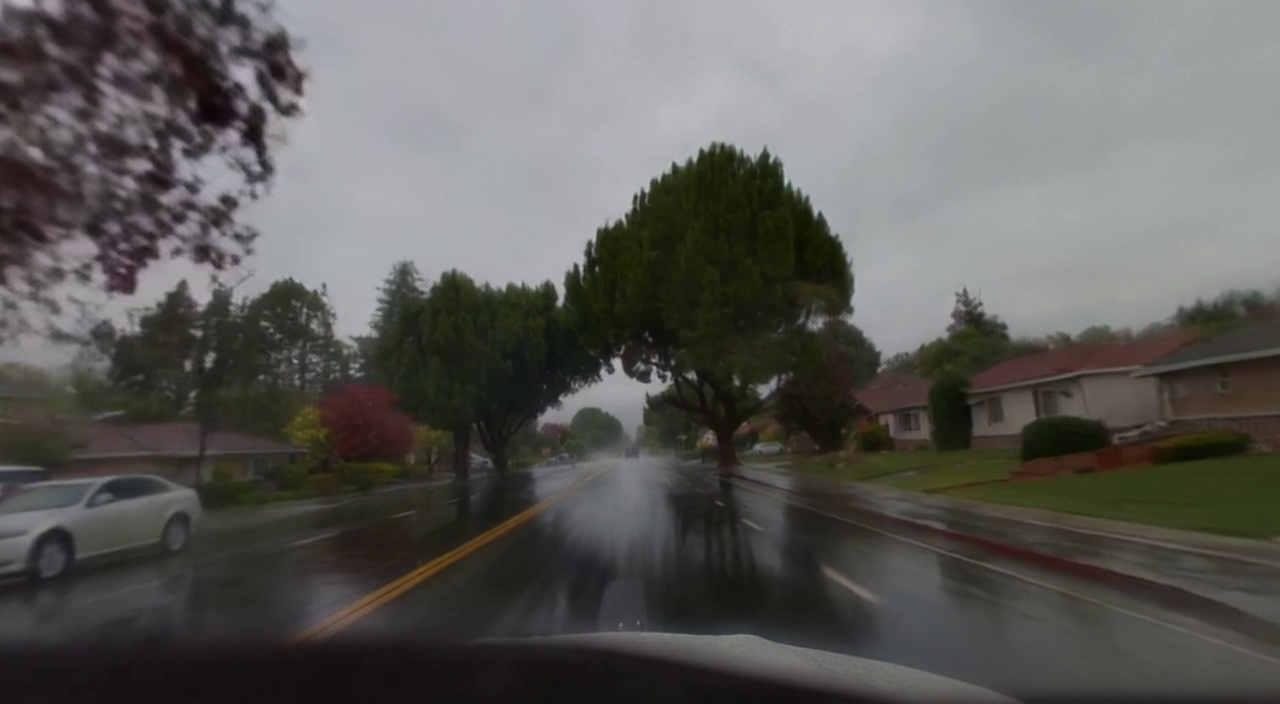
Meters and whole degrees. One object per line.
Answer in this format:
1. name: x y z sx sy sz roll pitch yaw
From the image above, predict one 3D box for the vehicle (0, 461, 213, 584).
1. vehicle: -9.540 2.711 10.471 1.931 1.465 4.683 -5 -8 -3
